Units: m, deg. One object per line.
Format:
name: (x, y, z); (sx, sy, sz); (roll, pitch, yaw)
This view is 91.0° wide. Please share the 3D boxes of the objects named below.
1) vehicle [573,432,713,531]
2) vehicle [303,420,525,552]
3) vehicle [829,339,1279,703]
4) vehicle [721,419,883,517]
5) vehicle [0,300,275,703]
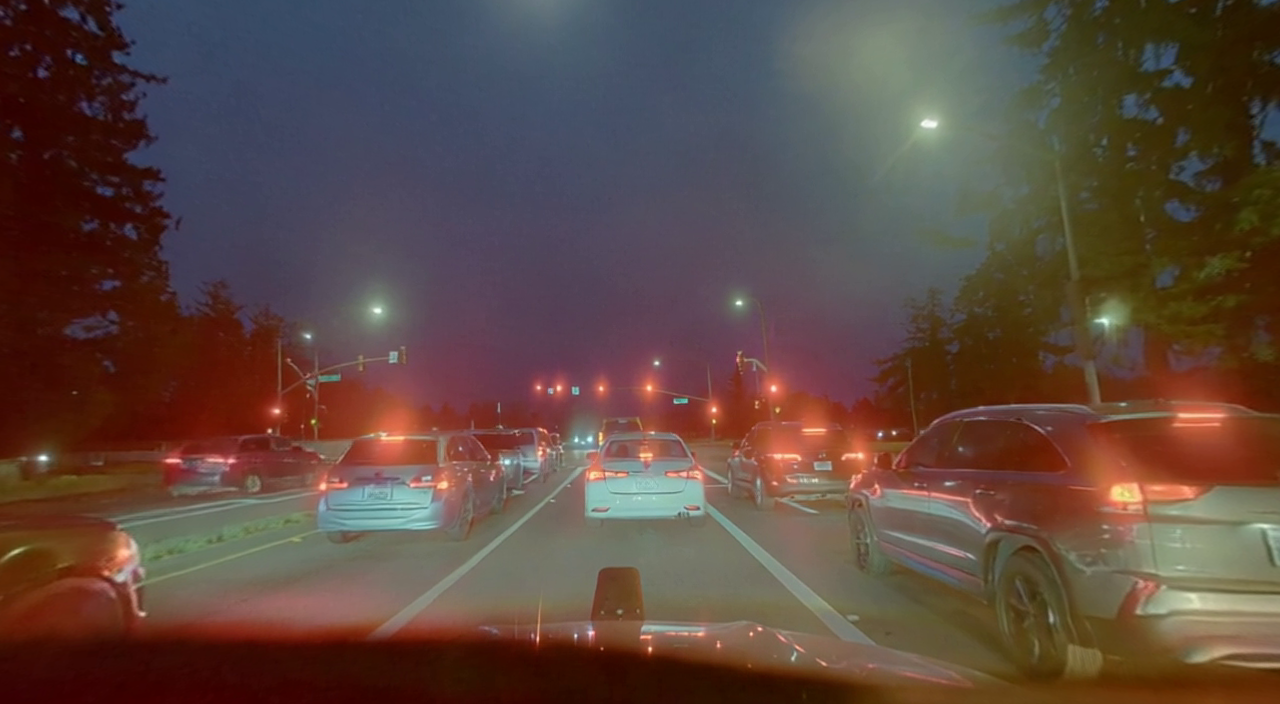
vehicle: (-0.022, 2.199, 11.282); (2.076, 1.438, 3.770); (0, -8, -2)
vehicle: (-3.078, 1.909, 9.690); (1.896, 1.546, 4.378); (0, -8, -2)
vehicle: (3.151, 1.104, 4.595); (2.074, 1.685, 4.387); (0, -8, -1)
vehicle: (3.049, 2.294, 12.898); (2.106, 1.667, 4.101); (0, -8, -2)
vehicle: (-3.194, 0.604, 1.405); (2.079, 1.756, 4.676); (0, -8, -2)
